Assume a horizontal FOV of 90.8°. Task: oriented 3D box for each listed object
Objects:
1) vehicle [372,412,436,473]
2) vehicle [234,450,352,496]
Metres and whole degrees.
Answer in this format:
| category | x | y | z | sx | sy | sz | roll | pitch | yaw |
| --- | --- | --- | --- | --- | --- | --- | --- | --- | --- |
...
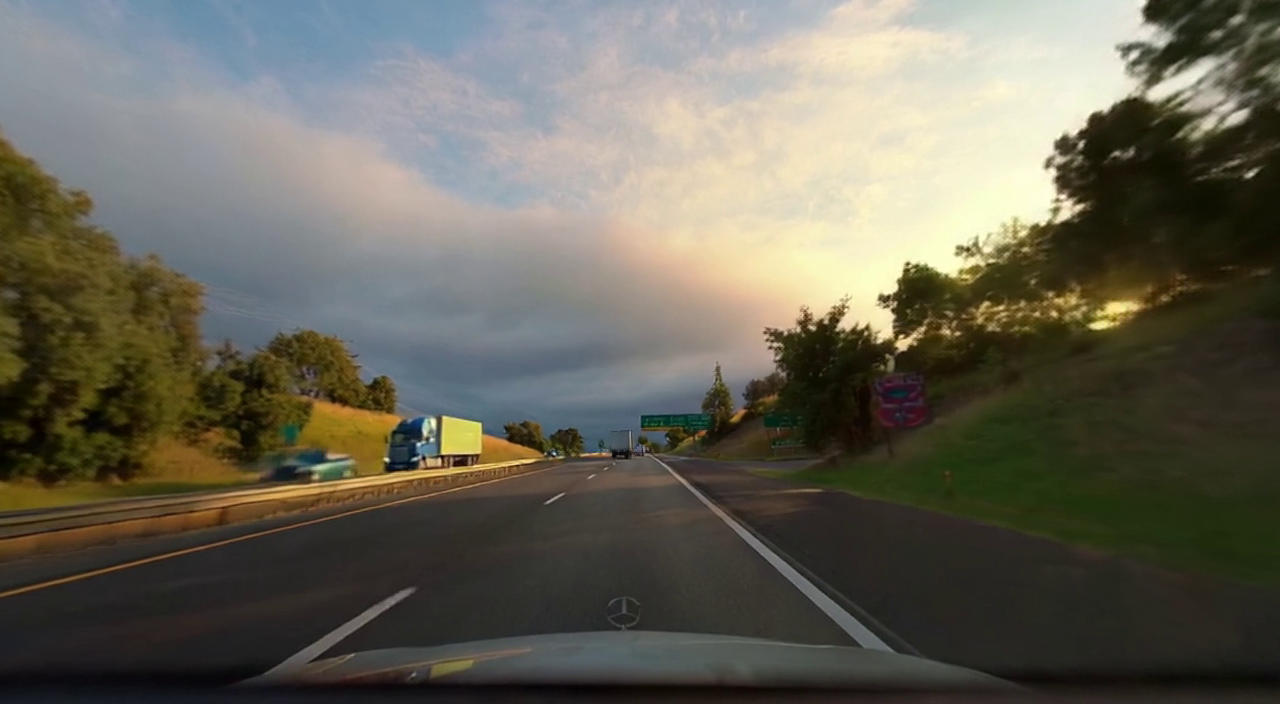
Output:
| category | x | y | z | sx | sy | sz | roll | pitch | yaw |
| --- | --- | --- | --- | --- | --- | --- | --- | --- | --- |
| vehicle | -16.223 | 6.253 | 43.610 | 3.104 | 3.970 | 2.917 | -1 | -9 | 1 |
| vehicle | -12.086 | 4.198 | 22.313 | 1.870 | 1.446 | 4.016 | 0 | -9 | 0 |
